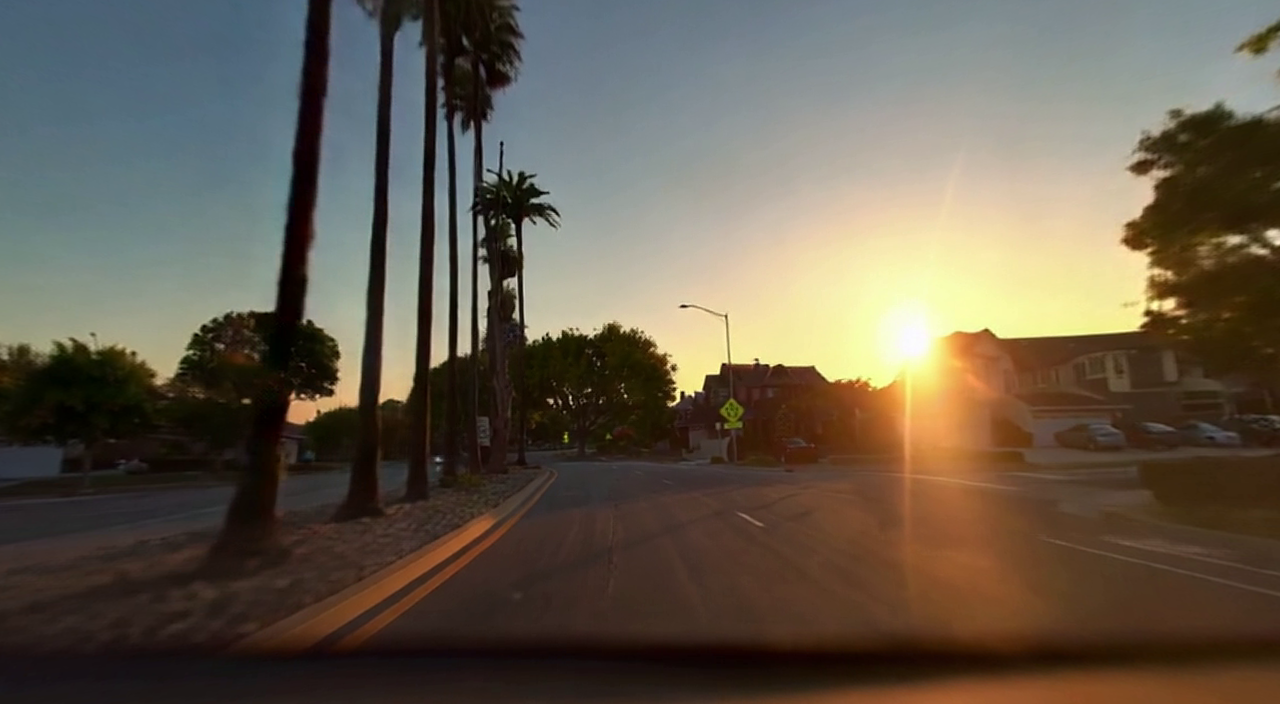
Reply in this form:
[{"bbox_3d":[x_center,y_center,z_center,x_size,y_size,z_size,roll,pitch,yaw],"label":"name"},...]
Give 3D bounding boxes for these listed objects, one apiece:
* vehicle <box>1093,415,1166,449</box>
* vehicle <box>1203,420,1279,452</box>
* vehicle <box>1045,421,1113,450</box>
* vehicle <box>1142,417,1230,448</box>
[{"bbox_3d":[26.899,4.412,34.826,1.994,1.714,4.222,-2,-7,21],"label":"vehicle"},{"bbox_3d":[33.376,4.599,34.455,1.854,1.512,4.082,-6,-10,11],"label":"vehicle"},{"bbox_3d":[24.643,4.684,35.516,1.702,1.536,3.896,-1,-7,12],"label":"vehicle"},{"bbox_3d":[30.636,4.557,35.484,1.798,1.621,3.735,-1,-9,6],"label":"vehicle"}]
